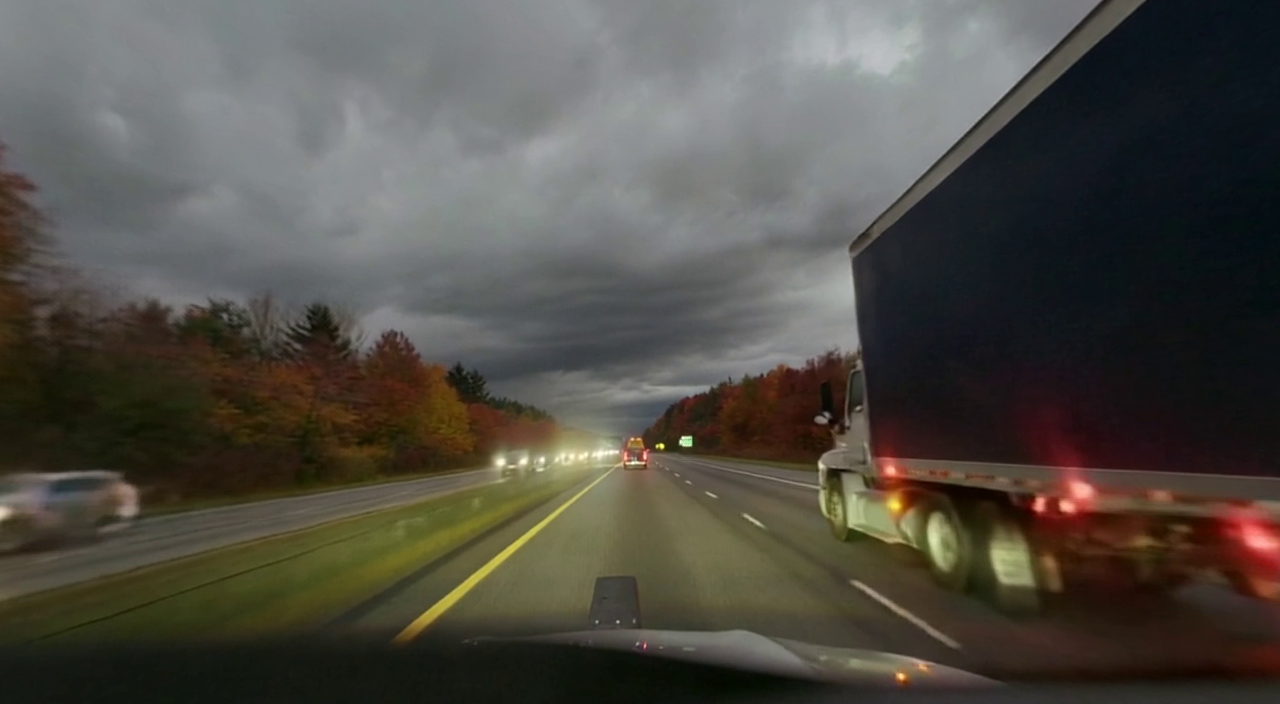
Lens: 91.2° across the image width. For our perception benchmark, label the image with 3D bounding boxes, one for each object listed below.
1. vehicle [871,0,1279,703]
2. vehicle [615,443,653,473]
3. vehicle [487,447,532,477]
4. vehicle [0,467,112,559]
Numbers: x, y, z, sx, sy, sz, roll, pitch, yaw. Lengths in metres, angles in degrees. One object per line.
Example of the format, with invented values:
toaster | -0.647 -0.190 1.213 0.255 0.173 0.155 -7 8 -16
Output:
vehicle | 4.602 -0.552 1.032 2.910 4.090 14.063 0 -9 -1
vehicle | -0.369 6.403 38.008 2.168 1.705 4.272 0 -9 -1
vehicle | -9.363 7.909 45.334 2.221 2.006 4.849 0 -9 0
vehicle | -13.330 3.176 12.245 1.999 1.686 4.588 0 -9 0
